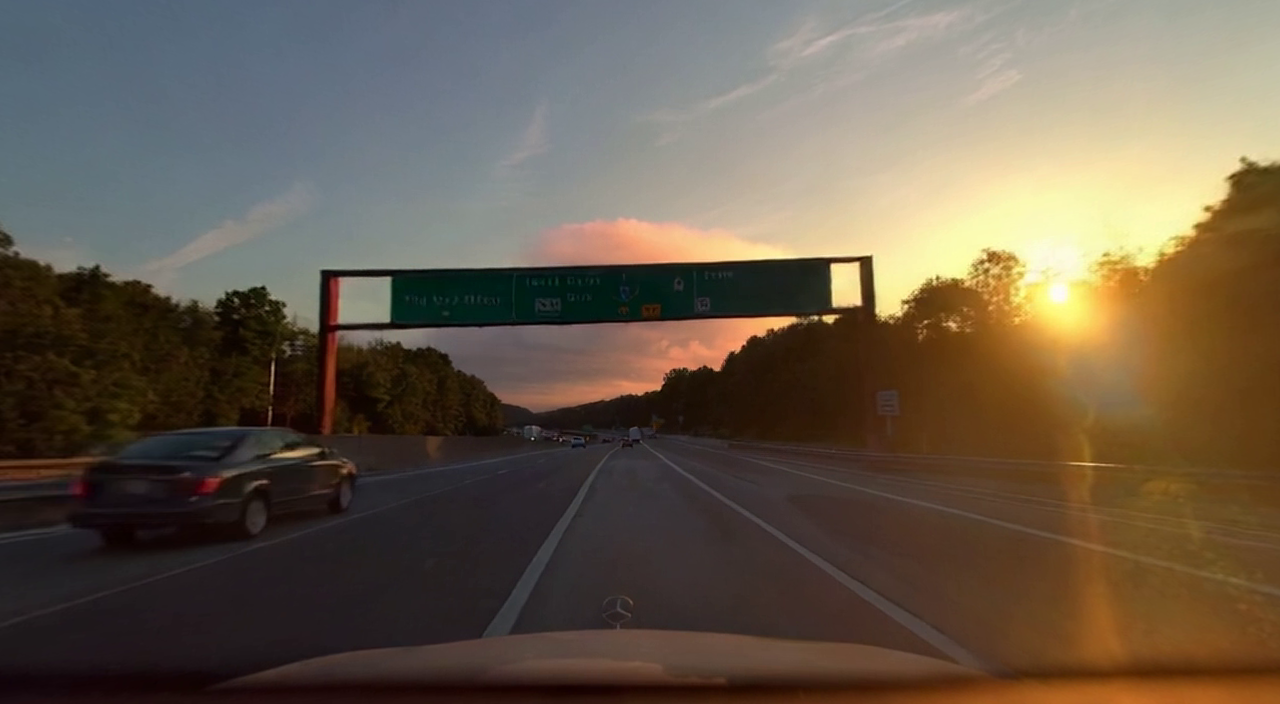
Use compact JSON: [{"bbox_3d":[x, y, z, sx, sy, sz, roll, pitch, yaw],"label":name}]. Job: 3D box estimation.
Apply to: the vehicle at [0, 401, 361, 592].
[{"bbox_3d":[-5.591,1.606,7.974,2.055,1.662,4.773,0,-8,-2],"label":"vehicle"}]
